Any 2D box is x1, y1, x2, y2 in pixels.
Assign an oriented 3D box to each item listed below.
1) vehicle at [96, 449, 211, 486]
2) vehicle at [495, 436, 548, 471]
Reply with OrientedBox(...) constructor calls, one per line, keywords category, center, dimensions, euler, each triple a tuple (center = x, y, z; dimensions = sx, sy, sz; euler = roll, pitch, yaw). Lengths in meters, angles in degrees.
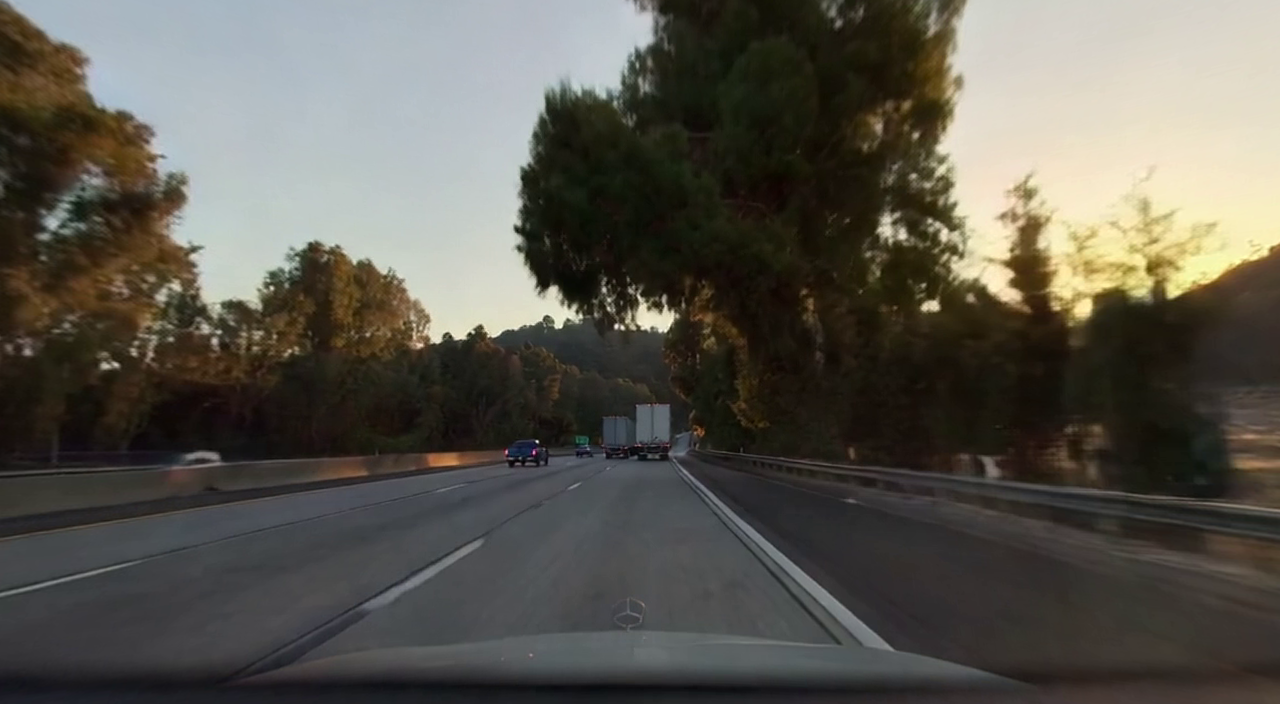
OrientedBox(category="vehicle", center=(-25.773, 6.105, 33.696), dimensions=(2.131, 1.760, 4.854), euler=(0, -8, 2))
OrientedBox(category="vehicle", center=(-6.878, 5.944, 37.171), dimensions=(2.149, 1.884, 4.627), euler=(0, -8, 1))
